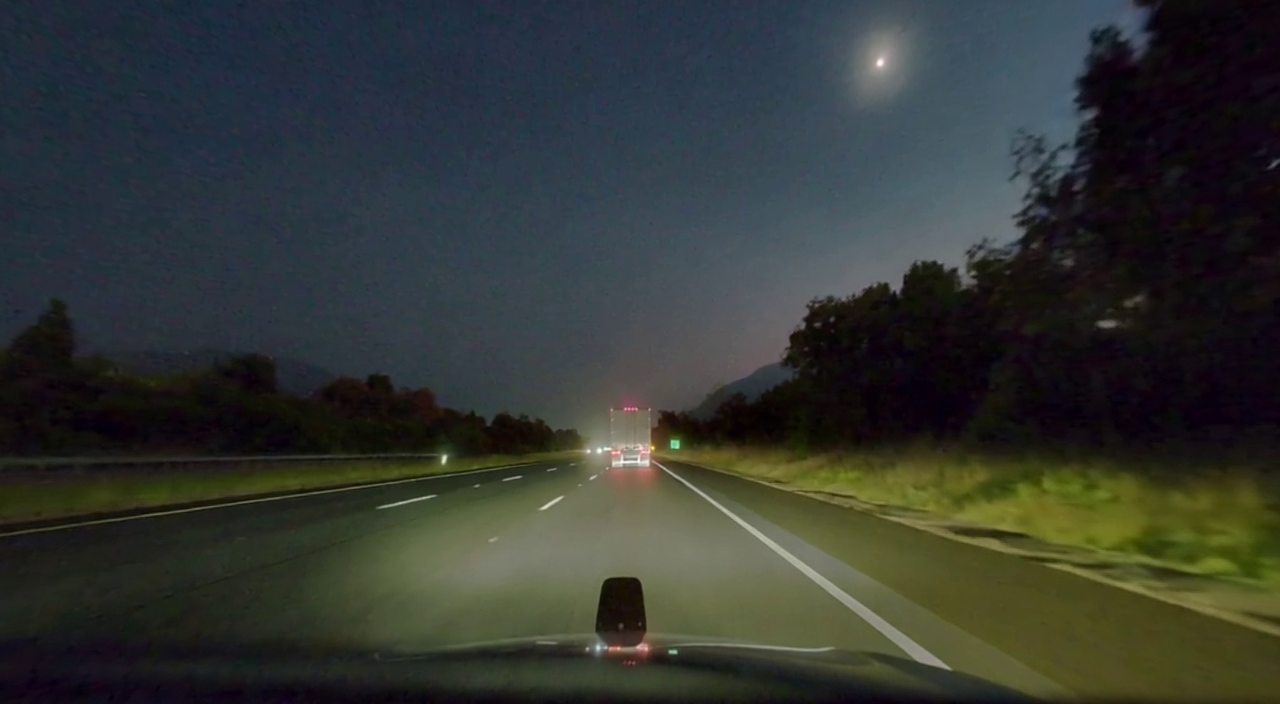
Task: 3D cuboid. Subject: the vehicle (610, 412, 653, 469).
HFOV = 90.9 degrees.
[{"bbox_3d":[-0.642,6.962,49.122,2.982,3.947,11.075,0,-9,-1],"label":"vehicle"}]
